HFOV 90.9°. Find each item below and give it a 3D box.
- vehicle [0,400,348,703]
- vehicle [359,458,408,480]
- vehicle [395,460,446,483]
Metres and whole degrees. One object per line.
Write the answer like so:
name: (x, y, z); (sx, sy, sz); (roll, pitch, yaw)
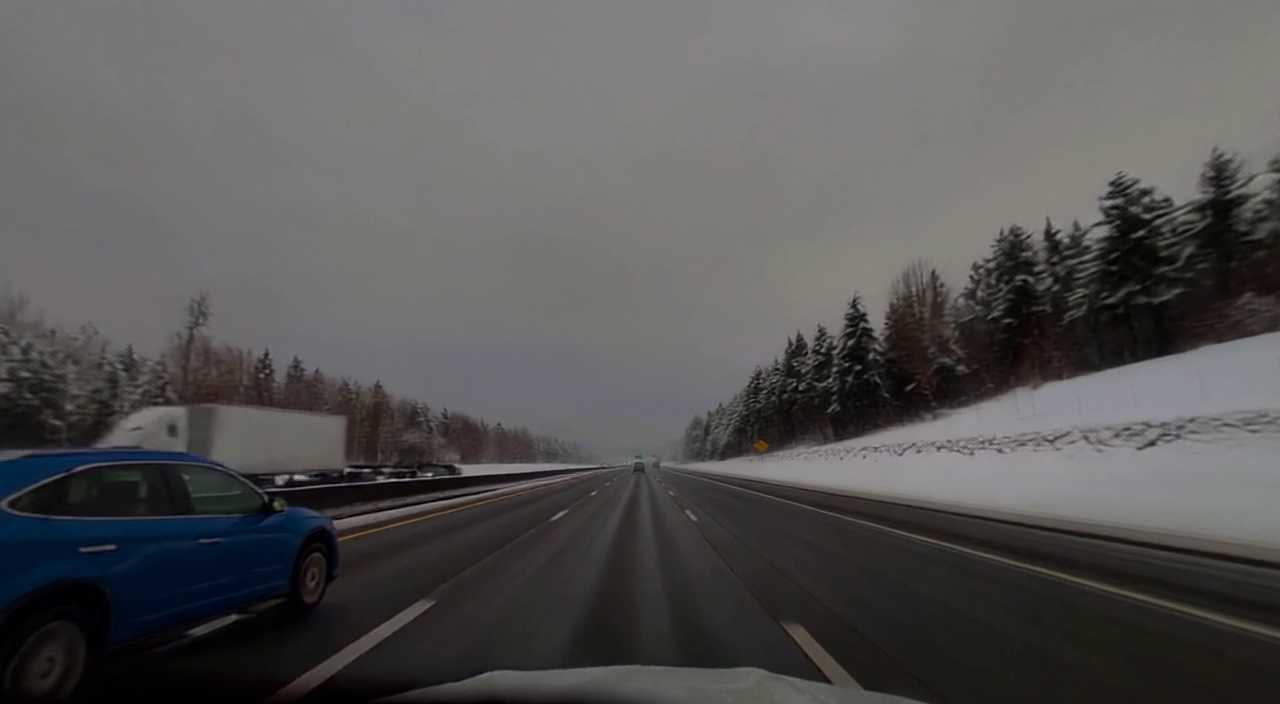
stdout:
vehicle: (-3.176, 0.962, 2.389); (2.016, 1.506, 4.387); (1, -10, 0)
vehicle: (-19.911, 9.122, 49.173); (1.926, 1.630, 4.454); (1, -10, 0)
vehicle: (-15.004, 8.189, 43.285); (1.818, 1.491, 4.533); (1, -10, 0)
